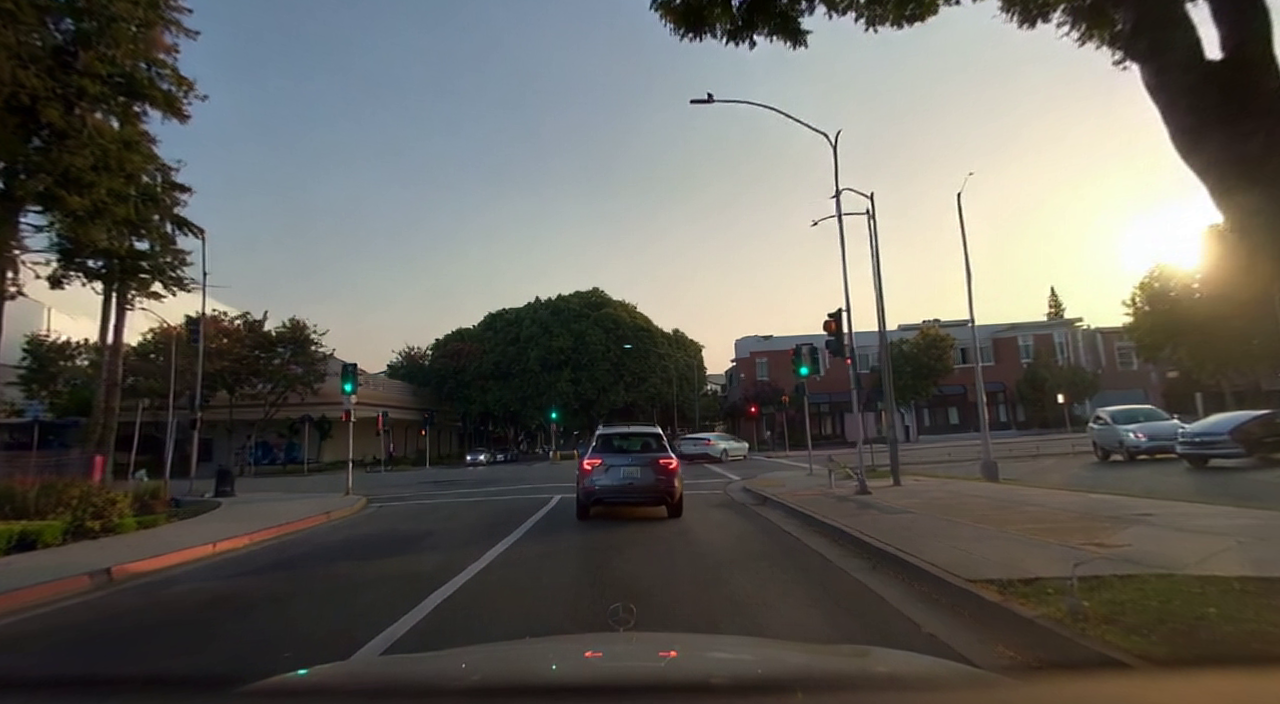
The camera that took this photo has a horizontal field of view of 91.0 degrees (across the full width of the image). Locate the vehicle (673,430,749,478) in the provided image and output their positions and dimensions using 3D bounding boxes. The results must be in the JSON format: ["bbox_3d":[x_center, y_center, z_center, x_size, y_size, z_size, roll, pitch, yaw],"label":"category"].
[{"bbox_3d":[2.668,3.722,23.150,1.716,1.602,3.403,-4,-9,25],"label":"vehicle"}]

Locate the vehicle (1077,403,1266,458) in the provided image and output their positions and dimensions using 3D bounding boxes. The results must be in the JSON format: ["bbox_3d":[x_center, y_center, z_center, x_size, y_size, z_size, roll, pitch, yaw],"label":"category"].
[{"bbox_3d":[15.588,2.353,18.704,3.750,1.502,1.781,-3,-8,14],"label":"vehicle"}]

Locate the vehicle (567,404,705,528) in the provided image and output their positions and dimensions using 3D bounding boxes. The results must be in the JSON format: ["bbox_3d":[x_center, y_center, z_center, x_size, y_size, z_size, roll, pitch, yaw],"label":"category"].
[{"bbox_3d":[-0.112,2.051,11.800,2.142,1.904,3.816,0,-8,-1],"label":"vehicle"}]

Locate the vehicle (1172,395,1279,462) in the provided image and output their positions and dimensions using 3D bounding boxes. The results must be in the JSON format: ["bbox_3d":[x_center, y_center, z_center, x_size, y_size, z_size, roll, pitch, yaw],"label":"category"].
[{"bbox_3d":[16.046,1.829,15.678,3.687,1.500,1.818,-4,-6,11],"label":"vehicle"}]
